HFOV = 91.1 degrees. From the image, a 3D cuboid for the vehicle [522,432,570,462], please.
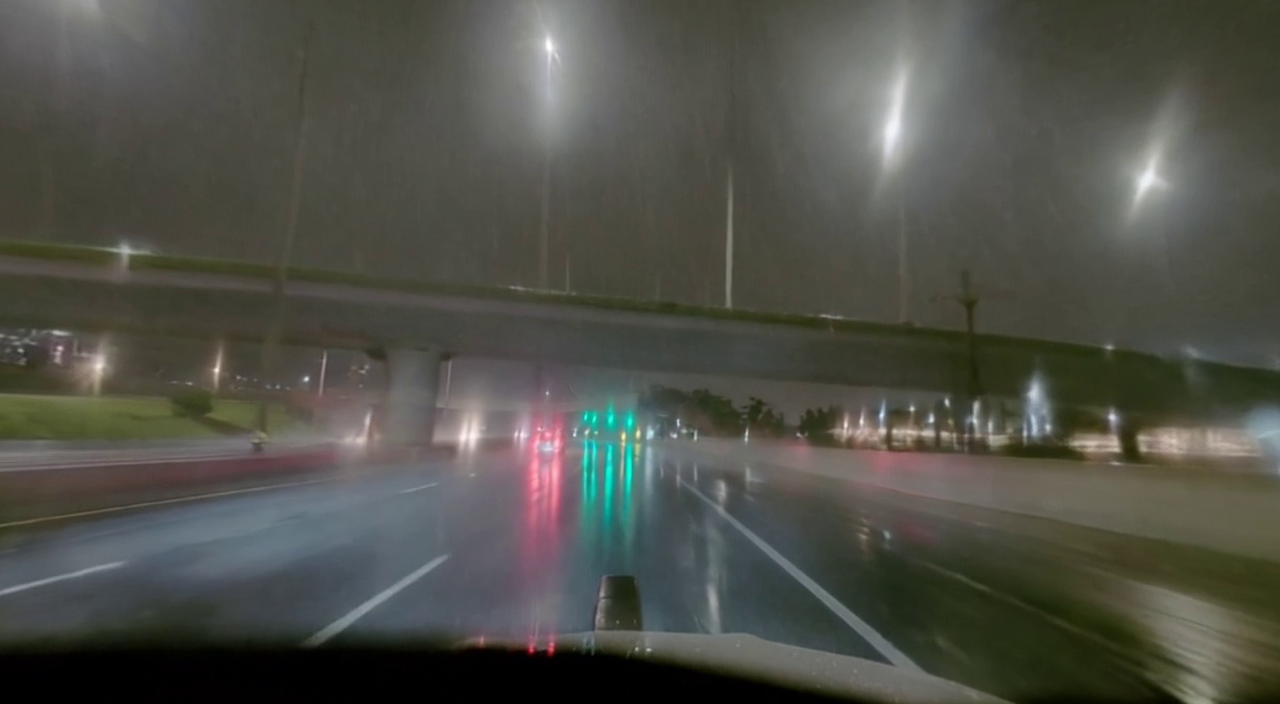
[{"bbox_3d":[-5.321,5.461,36.291,2.123,1.601,4.887,0,-8,-2],"label":"vehicle"}]
